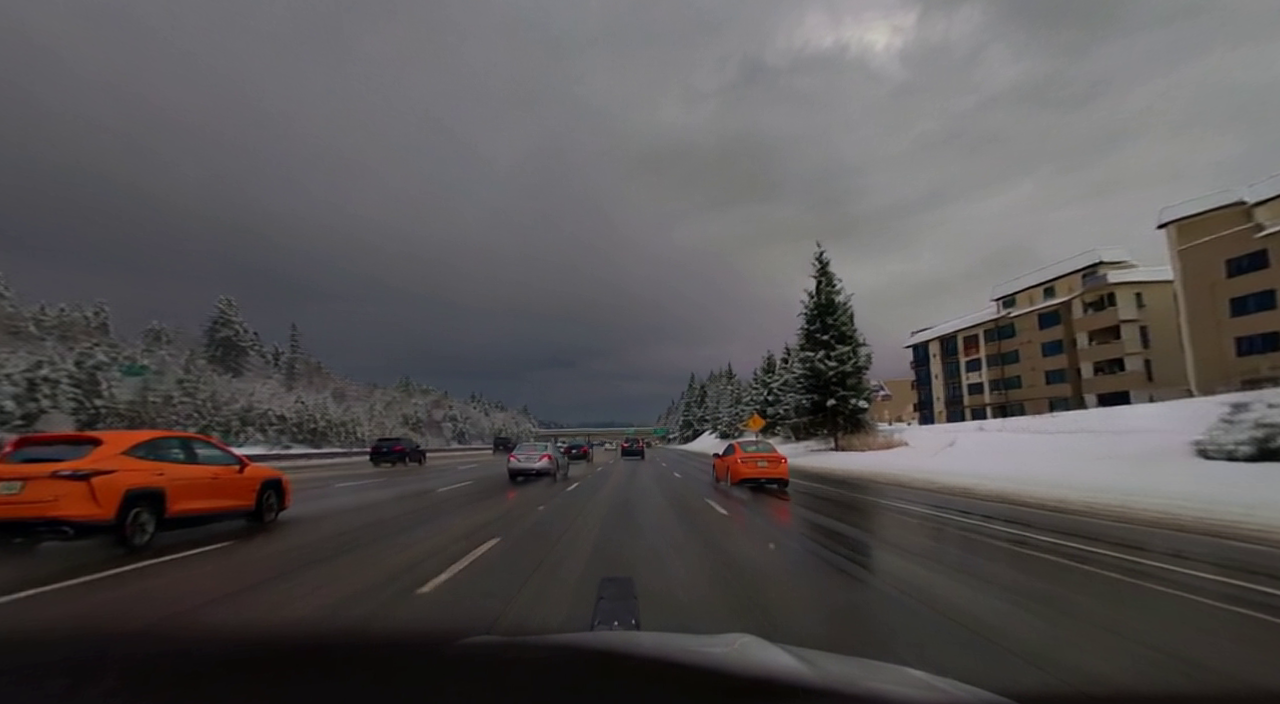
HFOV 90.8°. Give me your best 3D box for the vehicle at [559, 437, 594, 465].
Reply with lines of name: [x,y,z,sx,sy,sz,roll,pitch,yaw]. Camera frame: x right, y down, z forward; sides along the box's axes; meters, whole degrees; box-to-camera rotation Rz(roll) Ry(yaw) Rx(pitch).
vehicle: [-4.371,6.886,44.076,2.044,1.774,4.329,0,-8,0]

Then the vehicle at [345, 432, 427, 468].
vehicle: [-15.357,5.981,38.693,2.396,1.999,6.333,0,-8,0]

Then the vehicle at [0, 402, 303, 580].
vehicle: [-7.198,1.760,8.921,2.086,1.776,5.080,0,-8,0]

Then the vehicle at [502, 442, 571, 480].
vehicle: [-4.140,4.416,25.961,2.124,1.426,4.444,0,-8,0]

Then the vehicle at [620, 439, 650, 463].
vehicle: [-0.396,7.199,45.957,2.053,1.650,3.945,0,-8,-1]

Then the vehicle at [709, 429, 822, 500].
vehicle: [3.223,2.981,17.193,2.061,1.658,4.417,0,-8,-1]
